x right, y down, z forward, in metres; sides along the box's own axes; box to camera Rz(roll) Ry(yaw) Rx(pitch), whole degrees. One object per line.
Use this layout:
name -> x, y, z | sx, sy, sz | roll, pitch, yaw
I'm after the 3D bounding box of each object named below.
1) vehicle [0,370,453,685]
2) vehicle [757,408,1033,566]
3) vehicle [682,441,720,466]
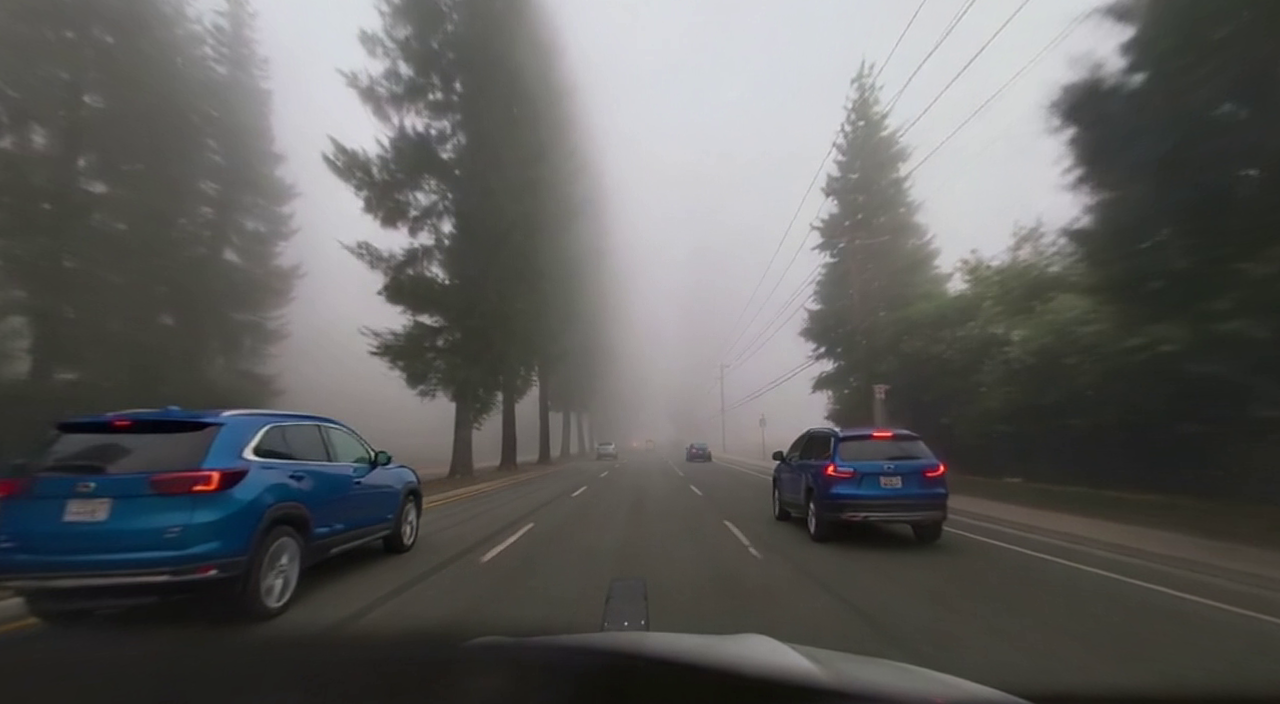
vehicle -> -3.542, 1.318, 5.923 | 2.104, 1.785, 4.494 | 0, -8, 1
vehicle -> 3.261, 1.825, 9.313 | 2.182, 1.744, 4.464 | 0, -8, 0
vehicle -> 3.726, 6.316, 39.370 | 1.906, 1.468, 4.422 | 0, -8, 0
